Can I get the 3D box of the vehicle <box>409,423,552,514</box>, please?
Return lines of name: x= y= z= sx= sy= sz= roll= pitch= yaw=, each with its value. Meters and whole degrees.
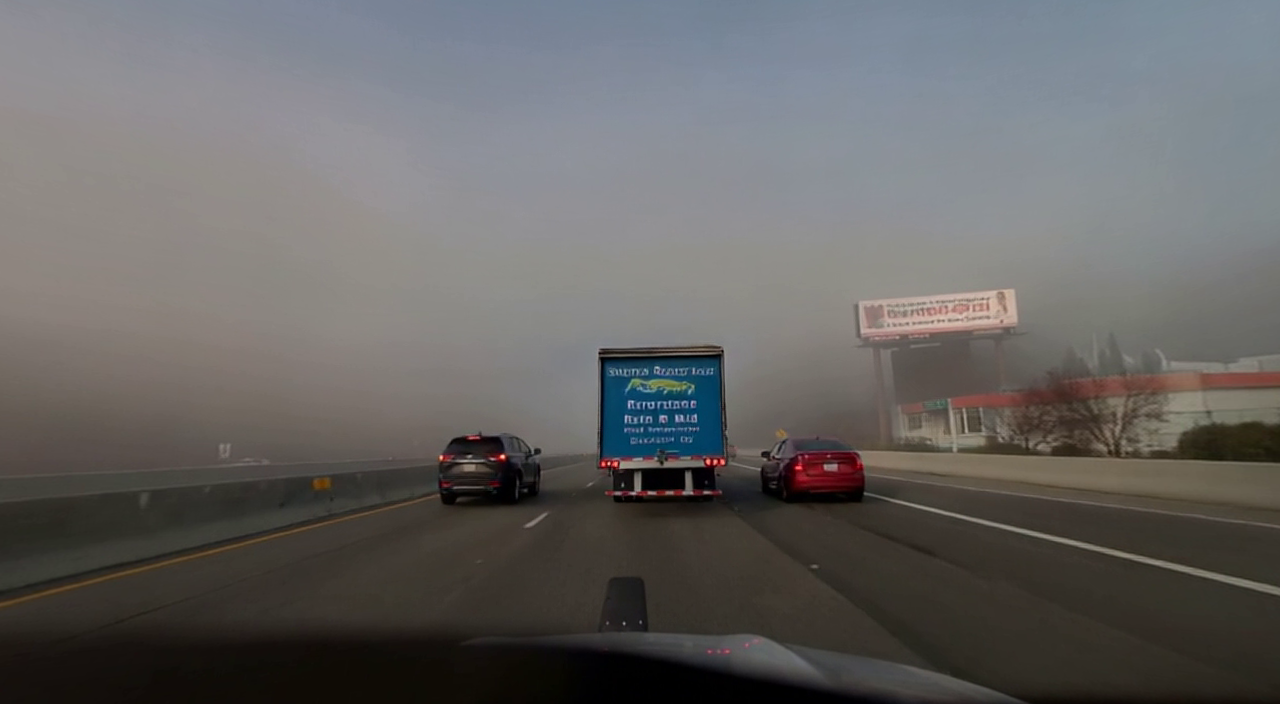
vehicle: x=-3.443 y=2.604 z=14.662 sx=2.030 sy=1.757 sz=4.509 roll=-1 pitch=-8 yaw=2

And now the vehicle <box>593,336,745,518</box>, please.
vehicle: x=0.593 y=1.955 z=15.813 sx=2.733 sy=3.296 sz=8.571 roll=0 pitch=-8 yaw=1

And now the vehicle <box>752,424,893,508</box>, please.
vehicle: x=4.136 y=2.649 z=15.141 sx=2.066 sy=1.692 sz=4.339 roll=0 pitch=-8 yaw=0
